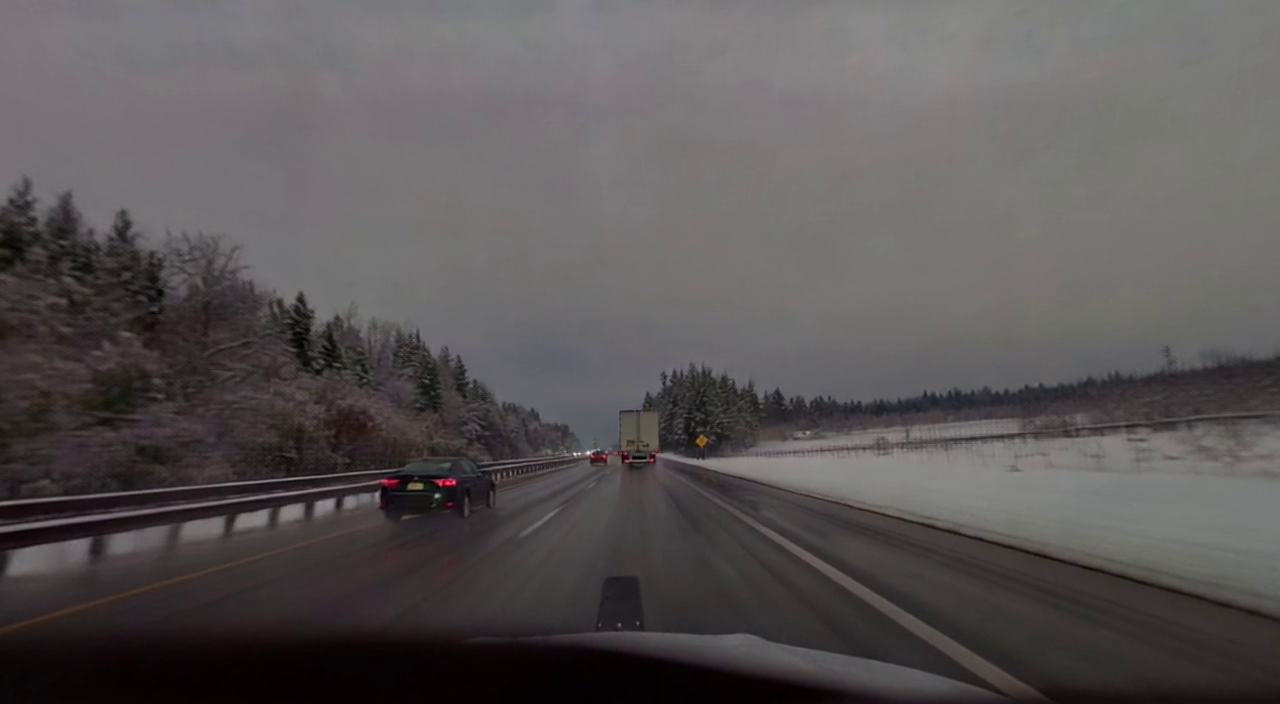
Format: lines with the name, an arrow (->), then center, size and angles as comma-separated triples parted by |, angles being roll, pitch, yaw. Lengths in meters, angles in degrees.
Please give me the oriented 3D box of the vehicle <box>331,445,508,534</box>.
vehicle -> -4.088, 2.609, 12.583 | 1.968, 1.460, 4.227 | 0, -9, 1
